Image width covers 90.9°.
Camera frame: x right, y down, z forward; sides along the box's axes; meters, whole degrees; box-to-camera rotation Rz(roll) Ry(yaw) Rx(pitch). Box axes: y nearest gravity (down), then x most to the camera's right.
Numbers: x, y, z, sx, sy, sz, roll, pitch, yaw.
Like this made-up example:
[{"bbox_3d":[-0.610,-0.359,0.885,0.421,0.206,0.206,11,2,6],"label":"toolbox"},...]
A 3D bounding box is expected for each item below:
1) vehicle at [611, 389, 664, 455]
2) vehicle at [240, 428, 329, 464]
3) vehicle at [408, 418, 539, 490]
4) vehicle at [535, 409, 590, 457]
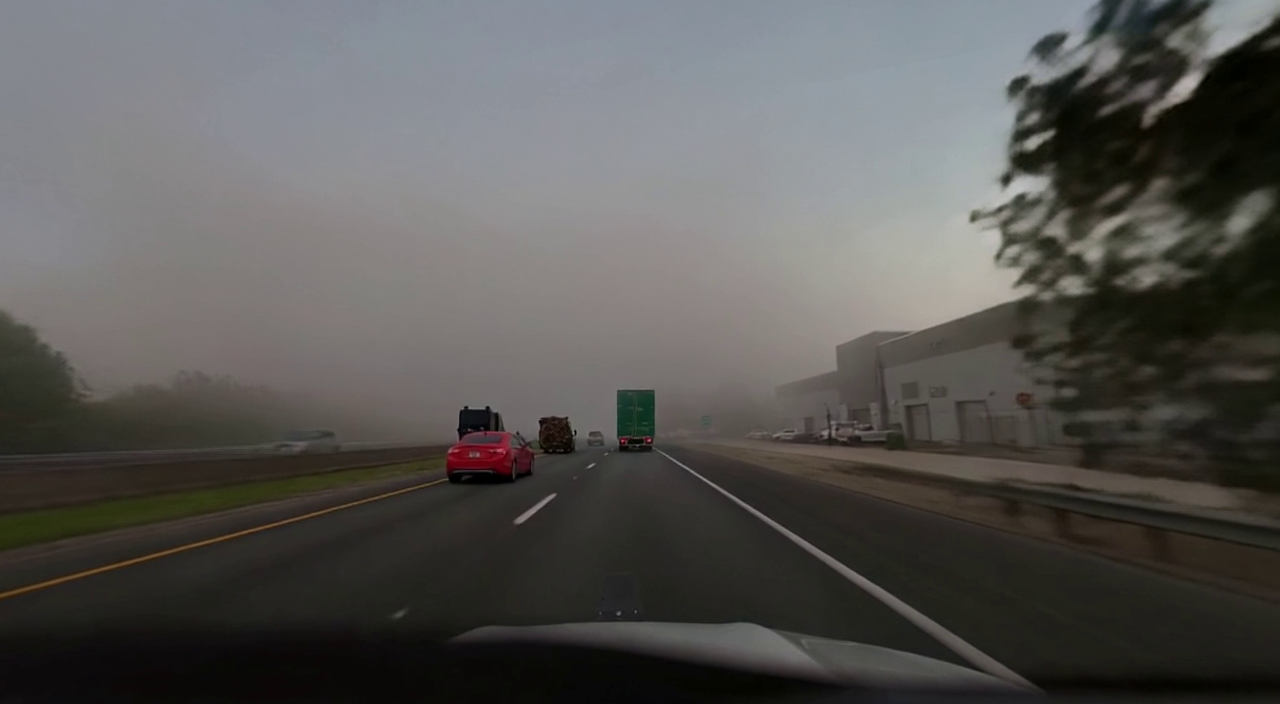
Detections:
[{"bbox_3d":[-0.291,4.950,43.812,3.259,4.066,9.891,1,-7,-2],"label":"vehicle"},{"bbox_3d":[-17.663,4.667,31.583,1.897,1.621,4.406,0,-7,-1],"label":"vehicle"},{"bbox_3d":[-4.143,2.628,16.735,2.005,1.602,5.131,0,-7,1],"label":"vehicle"},{"bbox_3d":[-4.718,5.146,39.868,2.717,2.714,6.997,1,-8,-1],"label":"vehicle"}]
